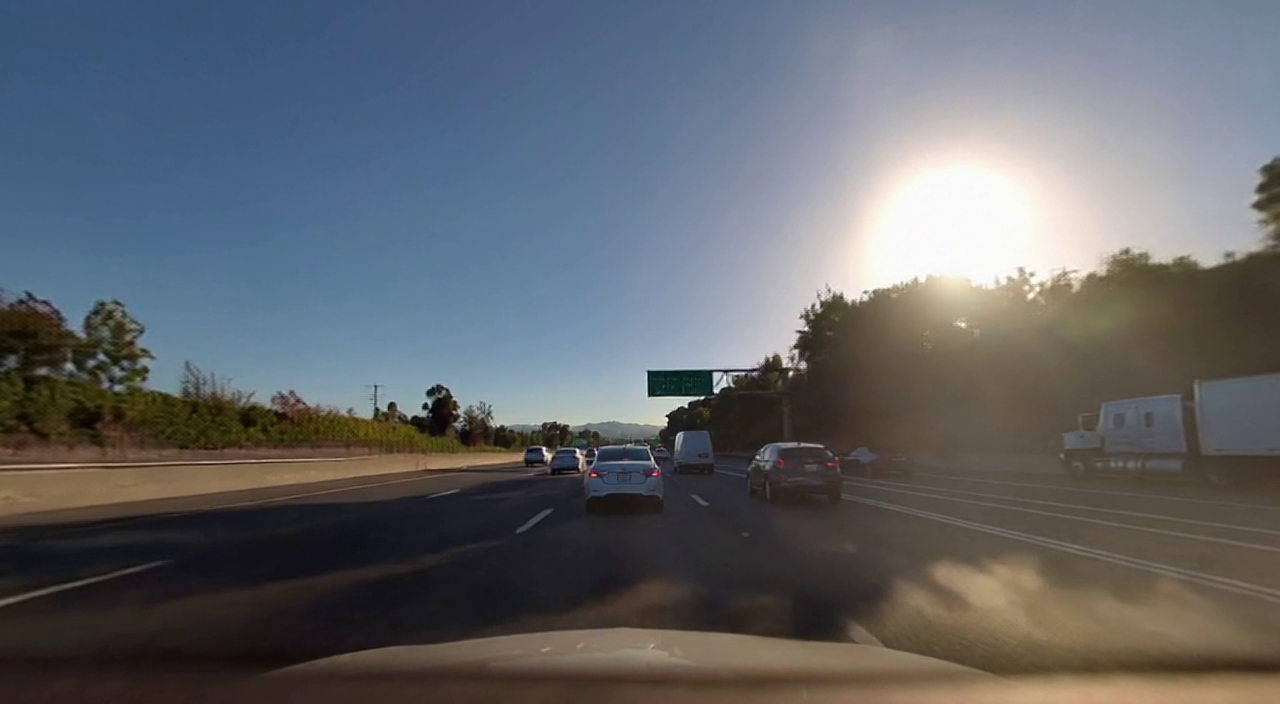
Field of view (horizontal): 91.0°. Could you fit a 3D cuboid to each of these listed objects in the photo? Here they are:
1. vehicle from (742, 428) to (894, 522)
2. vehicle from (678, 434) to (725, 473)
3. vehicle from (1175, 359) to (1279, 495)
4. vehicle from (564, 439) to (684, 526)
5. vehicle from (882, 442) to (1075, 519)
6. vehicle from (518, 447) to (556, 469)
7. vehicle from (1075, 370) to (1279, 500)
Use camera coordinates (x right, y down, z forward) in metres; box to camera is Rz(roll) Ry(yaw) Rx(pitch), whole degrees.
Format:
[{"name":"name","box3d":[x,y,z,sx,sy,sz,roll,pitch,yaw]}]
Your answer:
[{"name":"vehicle","box3d":[3.554,2.543,13.483,2.053,1.666,4.106,0,-9,0]},{"name":"vehicle","box3d":[3.847,6.495,40.577,2.440,2.313,5.266,0,-9,0]},{"name":"vehicle","box3d":[21.364,1.989,17.198,2.970,4.079,10.086,3,-9,-14]},{"name":"vehicle","box3d":[-0.243,2.640,13.278,2.132,1.499,4.038,0,-9,1]},{"name":"vehicle","box3d":[7.606,2.911,14.802,2.021,1.505,4.480,0,-9,0]},{"name":"vehicle","box3d":[-7.734,8.027,47.680,2.032,1.549,4.850,0,-9,1]},{"name":"vehicle","box3d":[20.109,3.051,22.489,3.061,3.869,7.169,2,-9,-10]}]
